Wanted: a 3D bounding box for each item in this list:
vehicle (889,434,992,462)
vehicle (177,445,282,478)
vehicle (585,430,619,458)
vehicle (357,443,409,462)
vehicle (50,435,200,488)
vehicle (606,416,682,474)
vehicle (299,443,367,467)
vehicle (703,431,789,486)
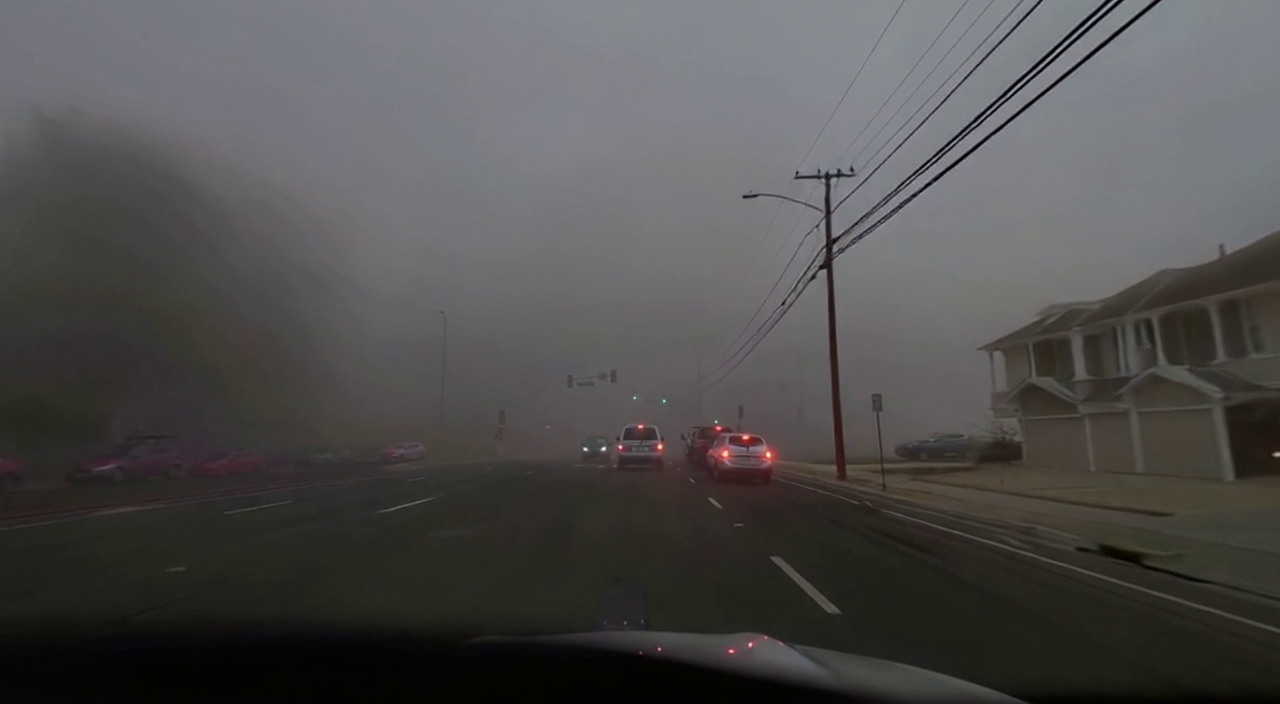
[{"bbox_3d":[16.520,5.292,34.798,4.671,1.495,1.900,-1,-8,4],"label":"vehicle"},{"bbox_3d":[-19.852,5.276,30.750,1.866,1.471,4.770,0,-8,1],"label":"vehicle"},{"bbox_3d":[-2.673,6.626,45.342,1.999,1.864,4.279,0,-8,3],"label":"vehicle"},{"bbox_3d":[-19.737,7.738,48.633,1.830,1.436,4.771,0,-8,2],"label":"vehicle"},{"bbox_3d":[-20.130,4.281,24.962,2.046,1.874,4.448,0,-8,2],"label":"vehicle"},{"bbox_3d":[0.159,3.788,25.640,2.769,2.087,5.130,0,-8,0],"label":"vehicle"},{"bbox_3d":[-19.782,6.660,40.827,1.891,1.460,4.681,0,-8,2],"label":"vehicle"},{"bbox_3d":[3.167,3.284,19.715,2.002,1.511,4.124,0,-8,1],"label":"vehicle"}]
